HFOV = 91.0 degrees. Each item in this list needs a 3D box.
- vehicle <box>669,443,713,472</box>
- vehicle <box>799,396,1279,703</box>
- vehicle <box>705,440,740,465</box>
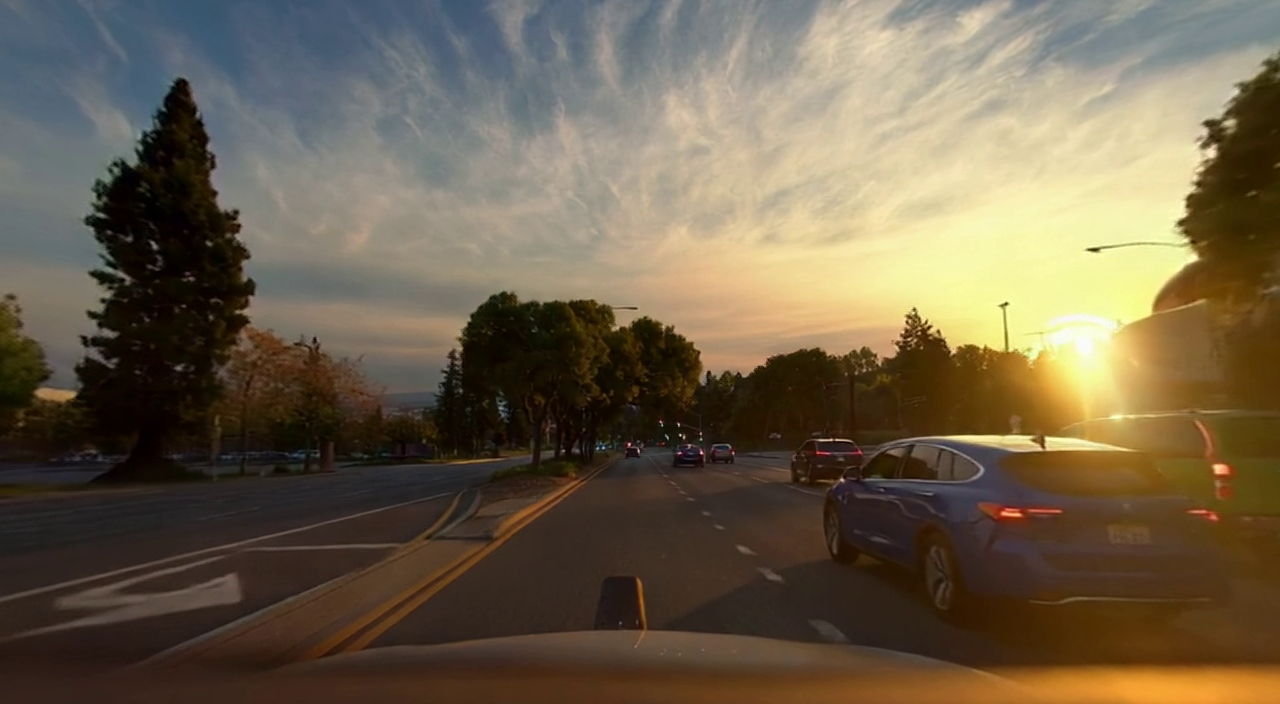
[{"bbox_3d":[2.655,5.628,33.807,1.980,1.484,4.093,0,-8,-1],"label":"vehicle"},{"bbox_3d":[3.078,1.363,5.564,1.932,1.547,4.992,0,-8,-1],"label":"vehicle"},{"bbox_3d":[6.291,7.691,48.331,1.919,1.774,4.720,0,-8,-1],"label":"vehicle"}]
